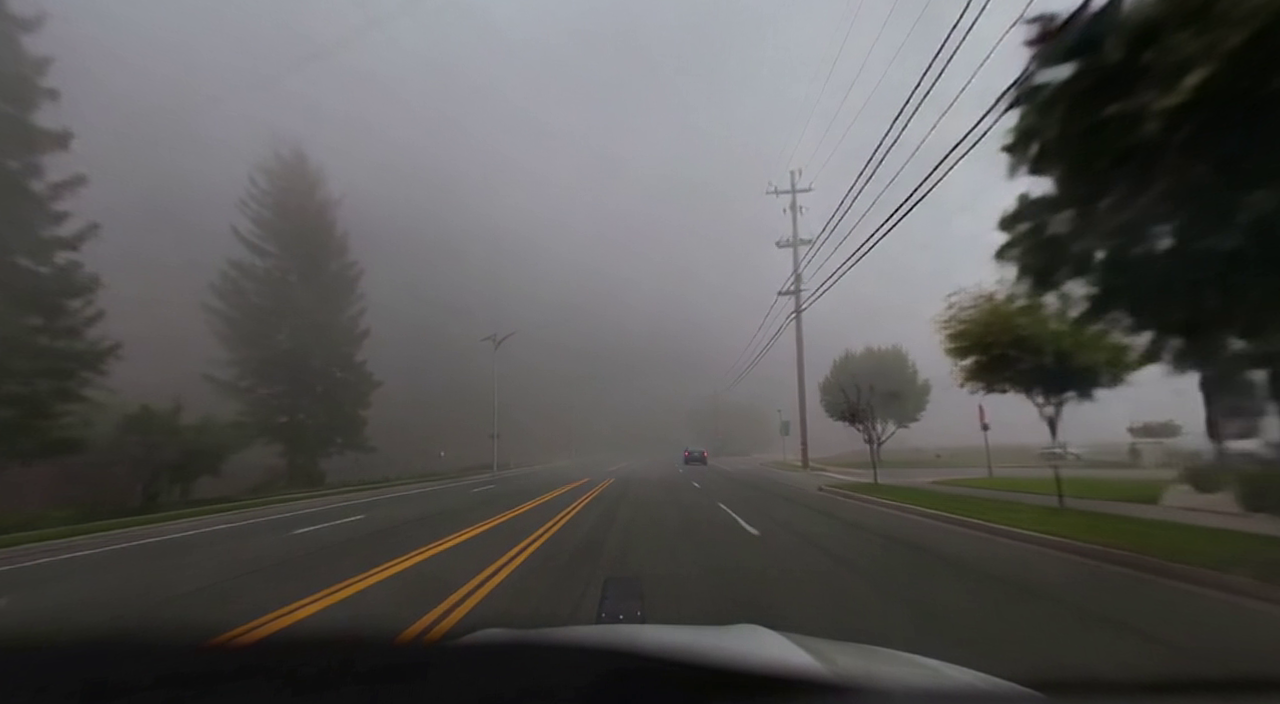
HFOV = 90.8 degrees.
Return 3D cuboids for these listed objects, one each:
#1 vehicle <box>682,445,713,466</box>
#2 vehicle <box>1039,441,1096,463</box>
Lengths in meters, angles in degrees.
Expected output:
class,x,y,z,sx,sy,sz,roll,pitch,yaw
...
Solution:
class,x,y,z,sx,sy,sz,roll,pitch,yaw
vehicle,4.139,7.577,46.421,2.015,1.467,4.117,0,-9,2
vehicle,29.143,6.806,43.167,1.751,1.408,4.127,-2,-9,13
